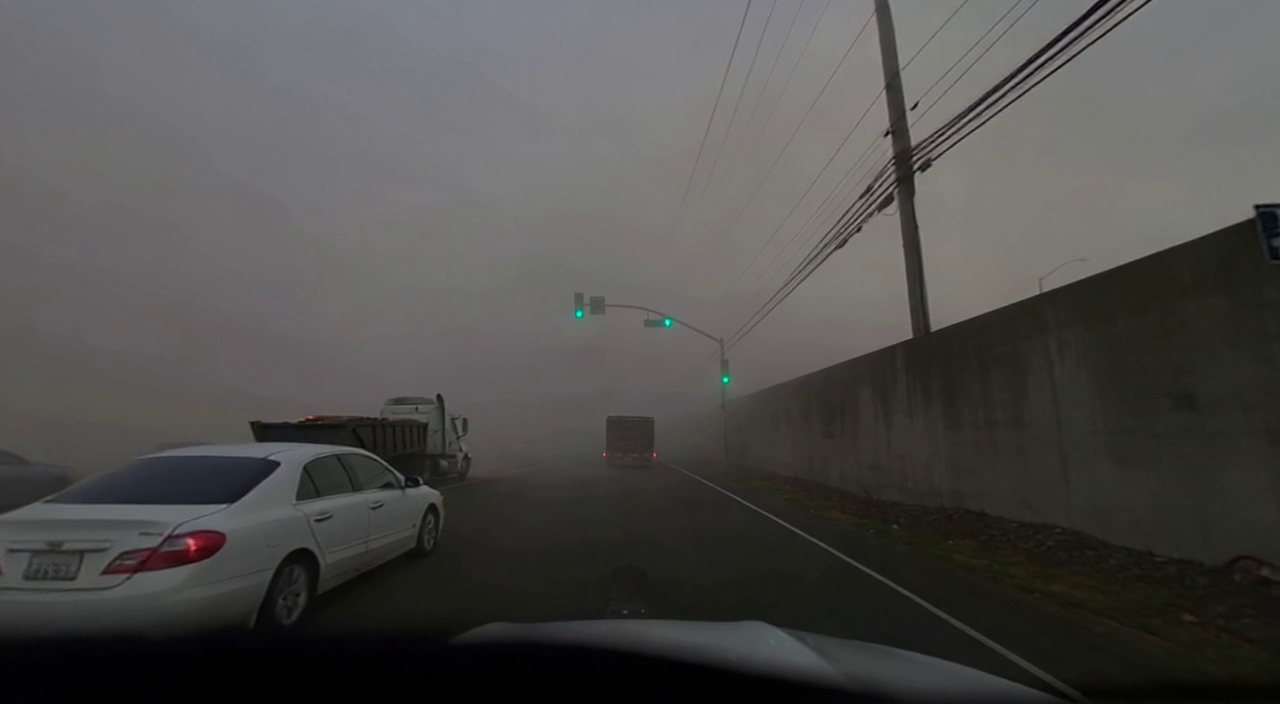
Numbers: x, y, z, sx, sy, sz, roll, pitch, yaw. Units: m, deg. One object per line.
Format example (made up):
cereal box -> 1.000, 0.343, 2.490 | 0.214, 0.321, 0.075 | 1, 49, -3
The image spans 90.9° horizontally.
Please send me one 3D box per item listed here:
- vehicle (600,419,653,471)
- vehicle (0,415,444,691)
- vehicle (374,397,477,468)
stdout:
vehicle -> -0.666, 4.510, 30.589 | 2.355, 2.305, 5.336 | 0, -8, -1
vehicle -> -3.710, 1.461, 5.972 | 2.019, 1.480, 4.966 | 0, -8, 1
vehicle -> -12.887, 5.067, 38.952 | 3.016, 3.847, 8.707 | 0, -8, 1
